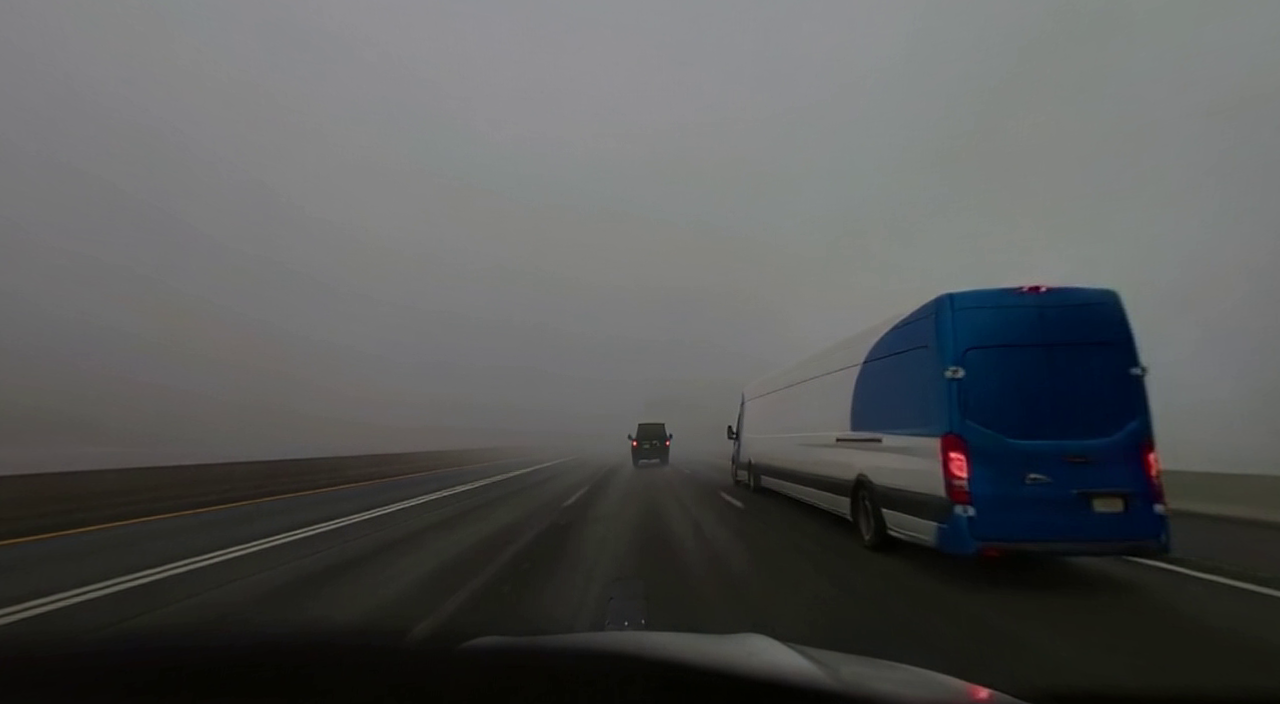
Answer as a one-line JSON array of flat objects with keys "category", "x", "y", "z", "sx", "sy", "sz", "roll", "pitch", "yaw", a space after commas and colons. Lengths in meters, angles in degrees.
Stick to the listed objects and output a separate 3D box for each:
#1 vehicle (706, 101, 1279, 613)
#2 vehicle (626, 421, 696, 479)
[{"category": "vehicle", "x": 4.144, "y": 1.120, "z": 13.486, "sx": 3.892, "sy": 4.216, "sz": 16.830, "roll": 0, "pitch": -8, "yaw": 1}, {"category": "vehicle", "x": 0.787, "y": 3.780, "z": 24.459, "sx": 2.469, "sy": 2.027, "sz": 4.554, "roll": 0, "pitch": -8, "yaw": 1}]
